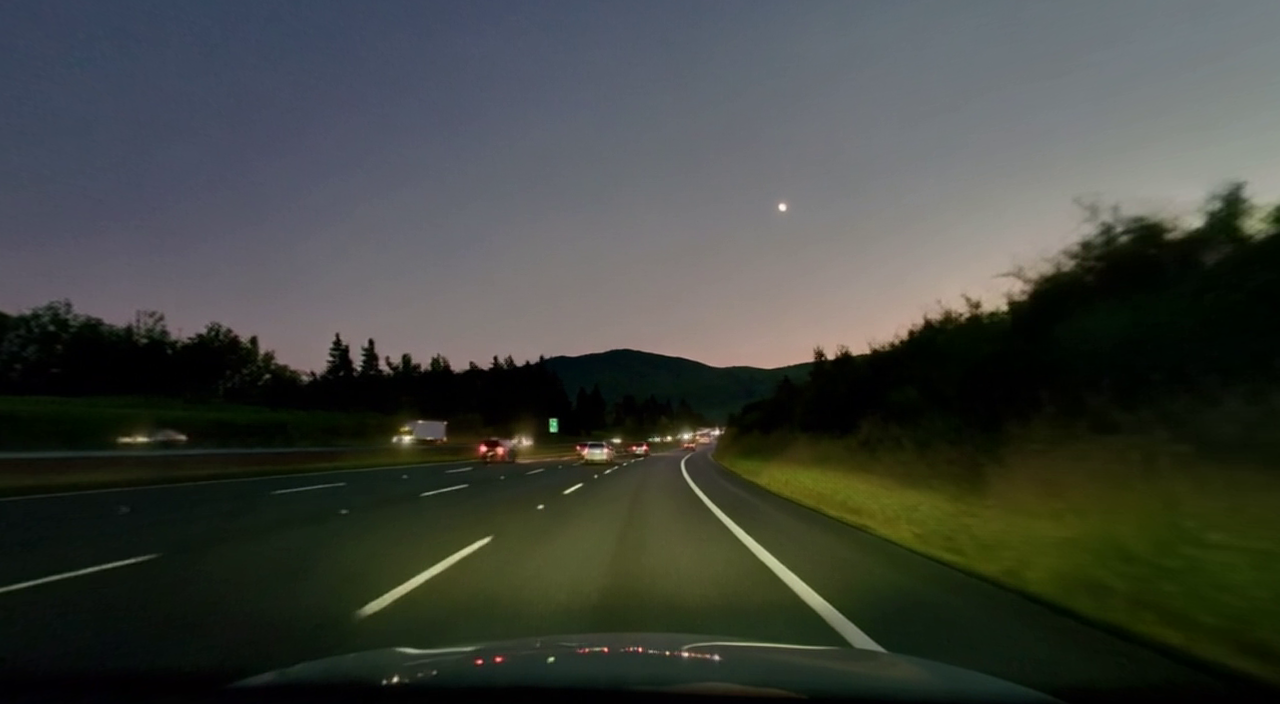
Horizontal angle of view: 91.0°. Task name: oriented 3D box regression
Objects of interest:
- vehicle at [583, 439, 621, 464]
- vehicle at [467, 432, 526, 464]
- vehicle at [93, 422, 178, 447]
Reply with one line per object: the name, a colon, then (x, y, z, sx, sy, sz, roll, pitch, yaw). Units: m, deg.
vehicle: (-2.585, 6.932, 43.968, 2.035, 1.673, 4.469, 0, -9, 4)
vehicle: (-9.490, 6.430, 42.207, 2.264, 1.980, 5.574, 0, -9, 4)
vehicle: (-32.394, 5.363, 40.606, 1.808, 1.511, 4.342, 0, -9, 1)
